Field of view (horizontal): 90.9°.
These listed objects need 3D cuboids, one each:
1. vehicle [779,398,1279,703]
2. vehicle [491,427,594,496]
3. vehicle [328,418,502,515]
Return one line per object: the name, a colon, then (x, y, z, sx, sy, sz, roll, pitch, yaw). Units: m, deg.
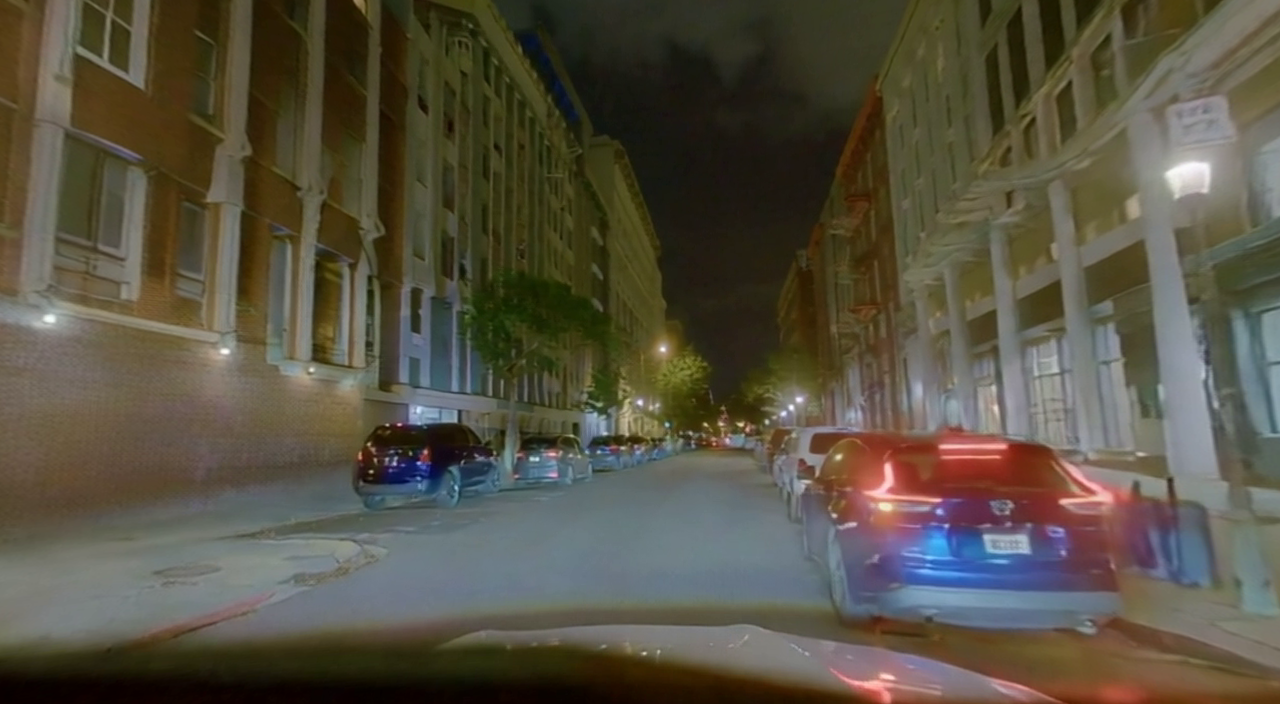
vehicle: (2.327, 1.271, 5.296, 1.925, 1.481, 4.653, -1, -8, 9)
vehicle: (-2.705, 3.081, 18.387, 1.867, 1.519, 3.920, 1, -4, 8)
vehicle: (-4.088, 2.095, 11.993, 1.875, 1.564, 2.982, -1, -8, 8)
